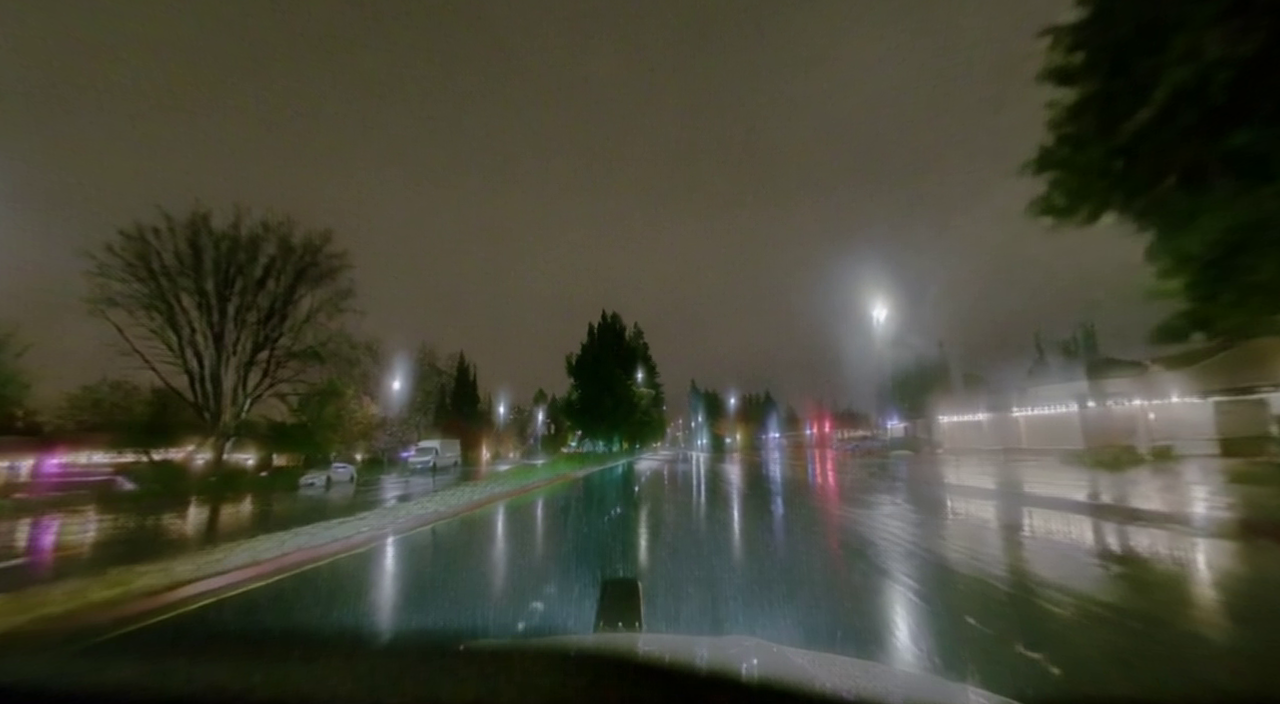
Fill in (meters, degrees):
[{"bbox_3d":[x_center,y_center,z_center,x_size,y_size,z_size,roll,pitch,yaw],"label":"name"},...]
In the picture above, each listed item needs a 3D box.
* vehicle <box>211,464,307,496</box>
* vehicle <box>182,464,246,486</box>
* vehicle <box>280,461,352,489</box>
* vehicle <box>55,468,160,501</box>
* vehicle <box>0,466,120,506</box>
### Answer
[{"bbox_3d":[-19.914,6.687,33.172,1.929,1.393,4.611,-1,-8,4],"label":"vehicle"},{"bbox_3d":[-29.366,8.470,43.507,1.610,1.378,3.889,-2,-10,0],"label":"vehicle"},{"bbox_3d":[-19.703,7.462,38.505,1.820,1.459,4.559,-1,-8,3],"label":"vehicle"},{"bbox_3d":[-26.634,6.608,31.677,1.872,1.413,3.806,-1,-9,1],"label":"vehicle"},{"bbox_3d":[-29.147,6.624,31.476,1.870,1.601,5.128,0,-8,0],"label":"vehicle"}]
